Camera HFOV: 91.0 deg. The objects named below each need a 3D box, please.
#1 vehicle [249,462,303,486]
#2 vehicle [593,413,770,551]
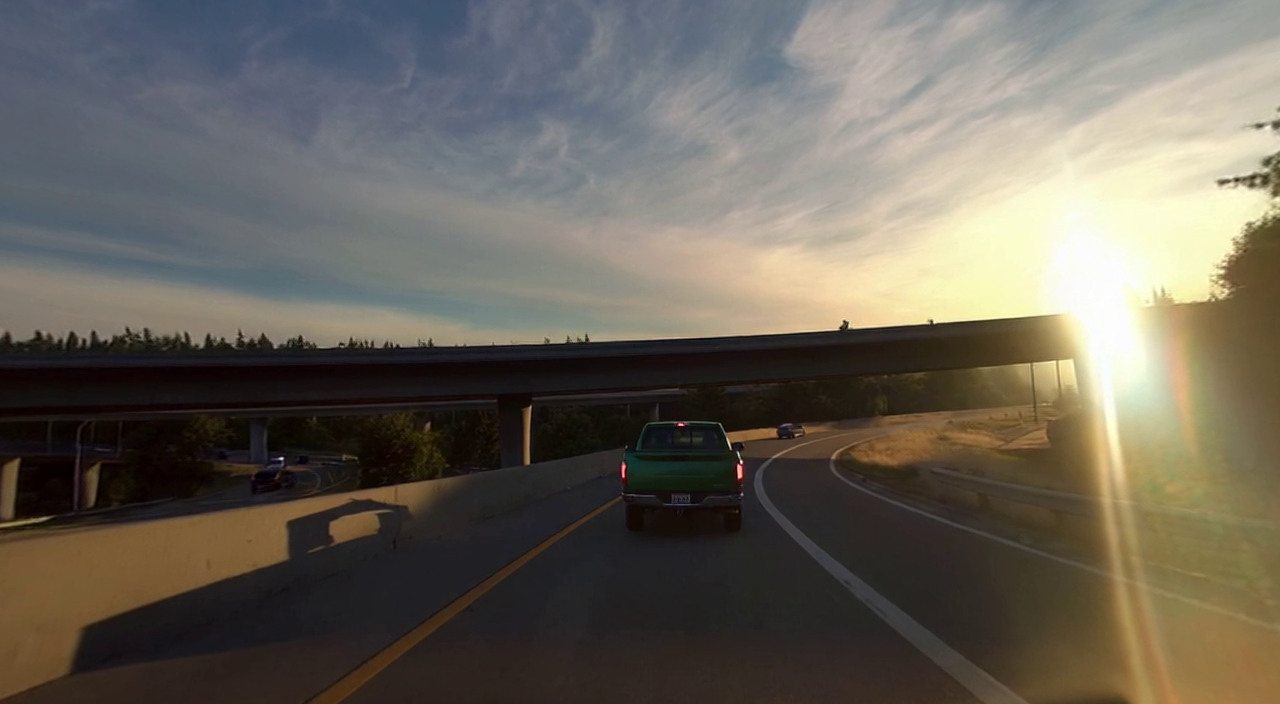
[{"bbox_3d":[-25.522,8.553,44.314,1.965,1.464,4.514,2,-9,-13],"label":"vehicle"},{"bbox_3d":[0.690,1.968,10.242,2.235,1.716,4.435,-1,-9,5],"label":"vehicle"}]
